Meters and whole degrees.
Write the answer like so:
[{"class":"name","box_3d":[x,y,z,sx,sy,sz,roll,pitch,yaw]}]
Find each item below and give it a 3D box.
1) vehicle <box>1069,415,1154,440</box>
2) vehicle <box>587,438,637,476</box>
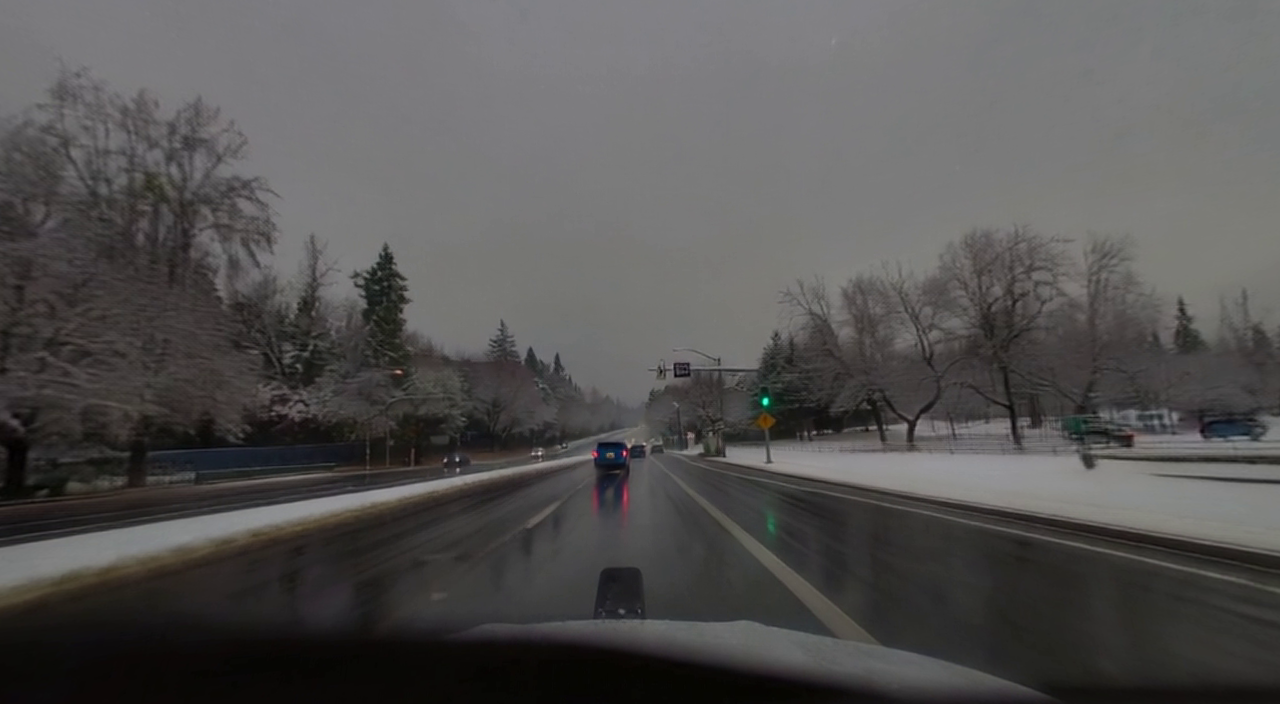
[{"class":"vehicle","box_3d":[34.816,5.590,46.750,4.612,1.753,1.887,0,-9,2]},{"class":"vehicle","box_3d":[-1.291,5.155,31.214,2.174,1.703,4.231,0,-9,1]}]
